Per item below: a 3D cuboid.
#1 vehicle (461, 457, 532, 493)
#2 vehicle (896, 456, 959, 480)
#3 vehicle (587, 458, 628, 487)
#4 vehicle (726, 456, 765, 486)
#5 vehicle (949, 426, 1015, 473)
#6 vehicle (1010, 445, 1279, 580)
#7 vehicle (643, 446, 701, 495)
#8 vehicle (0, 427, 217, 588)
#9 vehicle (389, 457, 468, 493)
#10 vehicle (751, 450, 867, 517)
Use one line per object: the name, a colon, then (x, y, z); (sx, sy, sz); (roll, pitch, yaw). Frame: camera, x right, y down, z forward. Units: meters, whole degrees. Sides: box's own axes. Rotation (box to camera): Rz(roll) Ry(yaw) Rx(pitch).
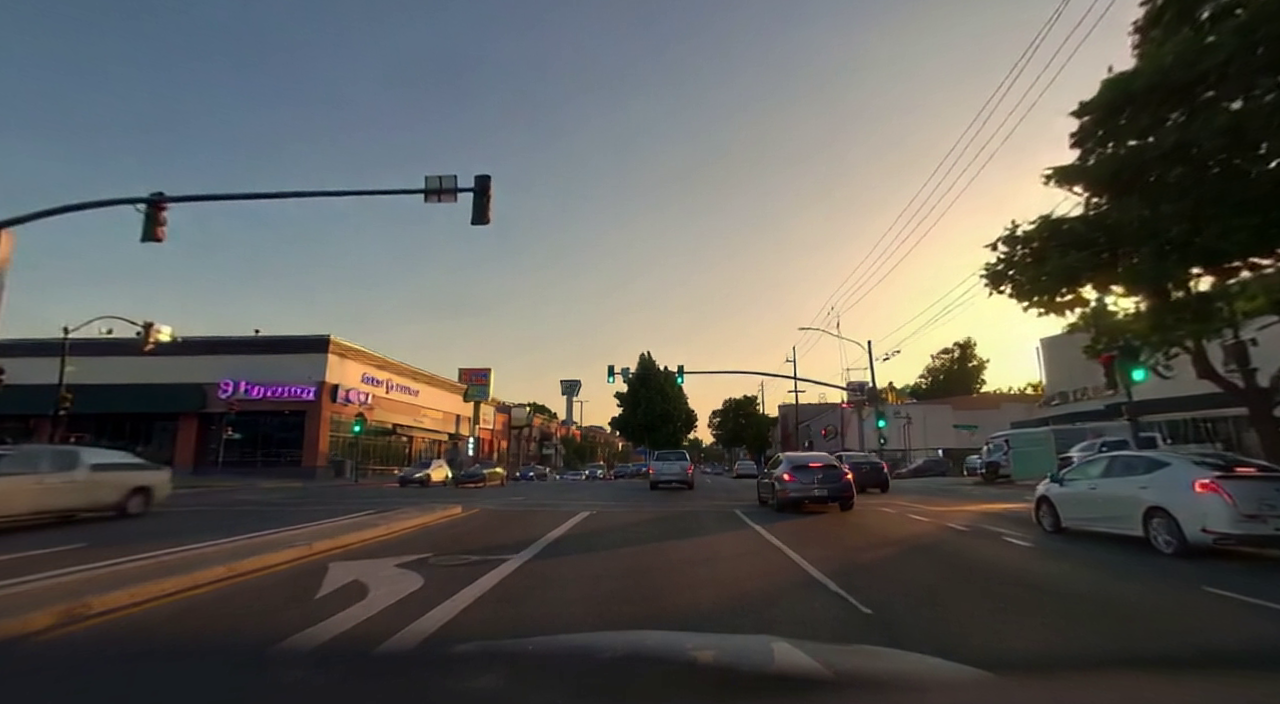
vehicle: (-6.774, 5.842, 30.366); (1.993, 1.491, 4.673); (-1, -8, 5)
vehicle: (18.981, 7.605, 41.528); (4.373, 1.399, 2.052); (7, -11, -41)
vehicle: (-2.115, 8.037, 42.359); (2.041, 1.494, 4.647); (-3, -6, 5)
vehicle: (6.751, 7.619, 40.780); (2.036, 1.719, 4.318); (-1, -8, 4)
vehicle: (20.129, 5.720, 37.015); (2.521, 2.491, 5.455); (-7, -11, 35)
vehicle: (7.746, 2.109, 9.282); (1.911, 1.466, 4.572); (0, -8, 2)
vehicle: (1.394, 4.897, 26.622); (2.210, 1.861, 4.280); (-1, -8, 4)
vehicle: (-7.861, 1.832, 7.815); (1.995, 1.718, 4.442); (0, -8, 2)
vehicle: (-10.367, 6.044, 31.310); (1.938, 1.506, 4.771); (-1, -8, 5)
vehicle: (4.304, 3.384, 16.896); (1.963, 1.484, 4.609); (0, -8, 2)
